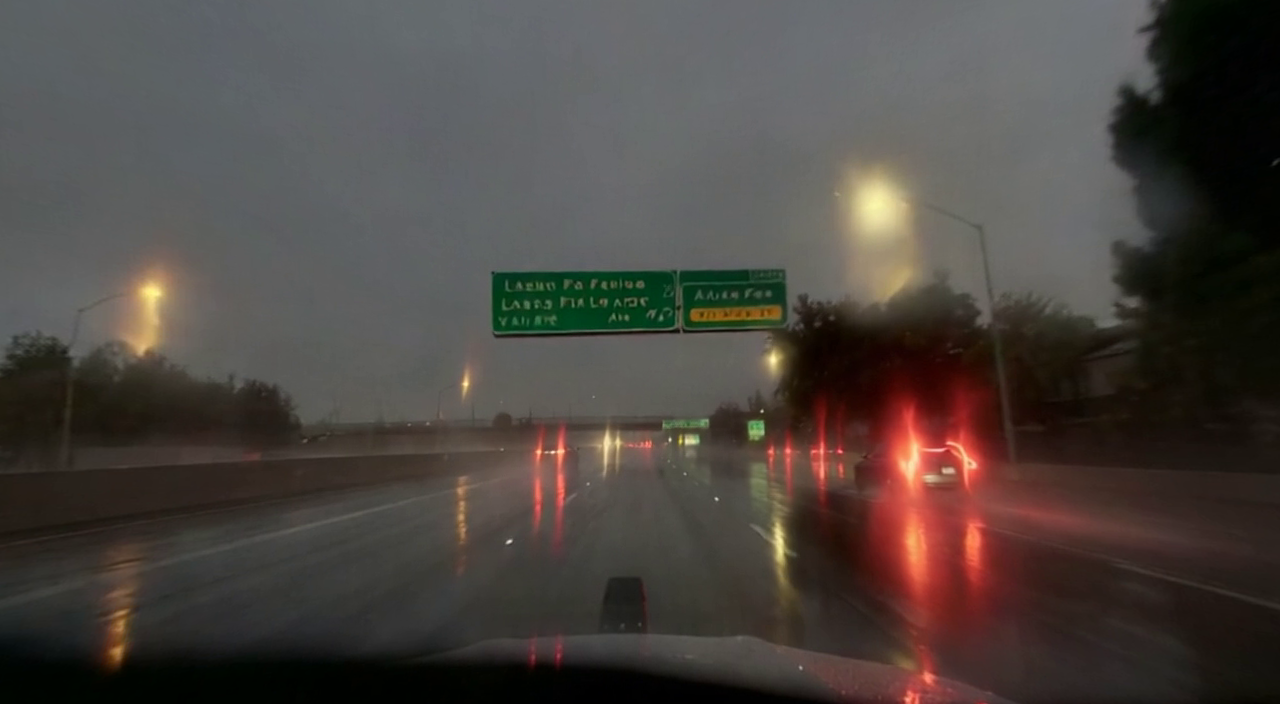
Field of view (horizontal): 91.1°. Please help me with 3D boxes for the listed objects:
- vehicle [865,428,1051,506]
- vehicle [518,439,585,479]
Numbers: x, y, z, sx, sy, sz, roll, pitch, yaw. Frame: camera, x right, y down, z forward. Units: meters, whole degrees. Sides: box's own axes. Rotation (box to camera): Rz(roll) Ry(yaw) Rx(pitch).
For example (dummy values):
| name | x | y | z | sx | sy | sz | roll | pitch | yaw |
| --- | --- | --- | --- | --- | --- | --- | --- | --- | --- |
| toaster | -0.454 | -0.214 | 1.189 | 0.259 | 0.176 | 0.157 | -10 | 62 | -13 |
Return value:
| name | x | y | z | sx | sy | sz | roll | pitch | yaw |
| --- | --- | --- | --- | --- | --- | --- | --- | --- | --- |
| vehicle | 7.483 | 2.756 | 15.514 | 2.032 | 1.601 | 4.863 | 0 | -8 | 0 |
| vehicle | -3.630 | 4.519 | 26.723 | 2.055 | 1.533 | 4.604 | 0 | -8 | 2 |
